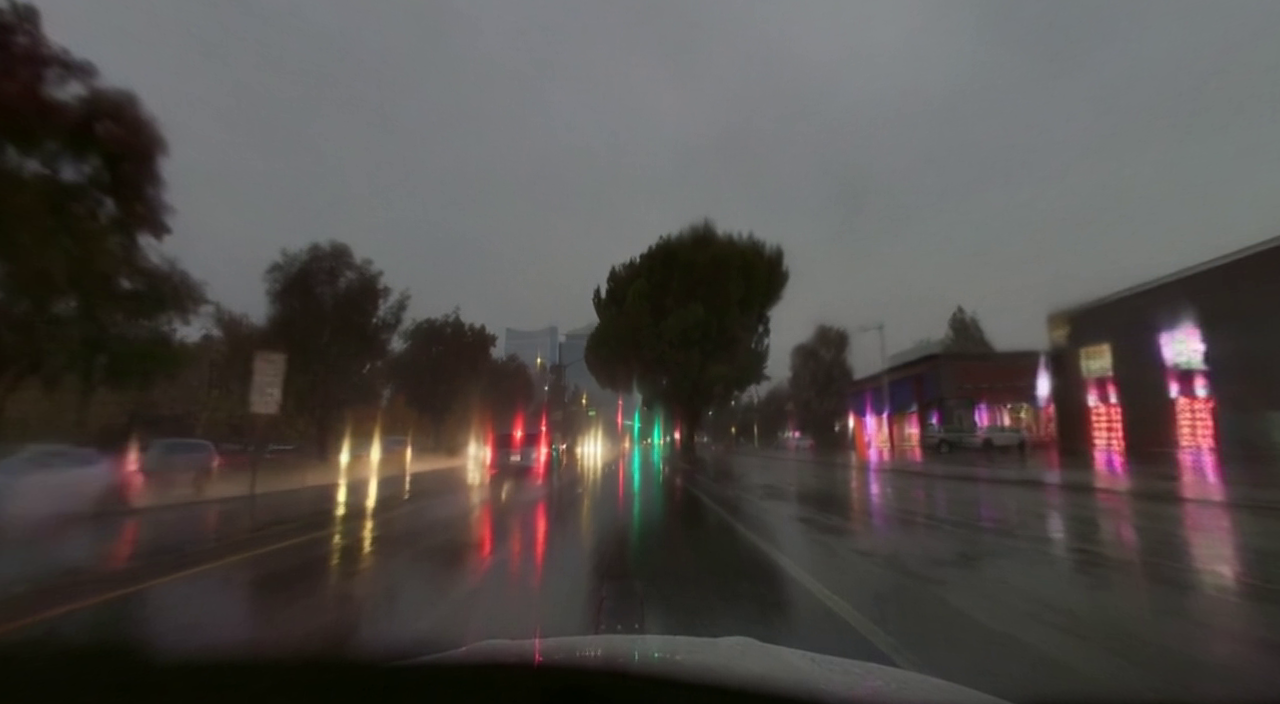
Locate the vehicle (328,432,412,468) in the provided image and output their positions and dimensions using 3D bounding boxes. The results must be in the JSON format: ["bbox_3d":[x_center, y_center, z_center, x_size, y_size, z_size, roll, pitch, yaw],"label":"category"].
[{"bbox_3d":[-16.026,5.867,37.819,2.226,1.947,5.670,0,-8,4],"label":"vehicle"}]

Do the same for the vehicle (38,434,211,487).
[{"bbox_3d":[-18.141,3.810,22.569,1.986,1.664,4.980,0,-8,-1],"label":"vehicle"}]

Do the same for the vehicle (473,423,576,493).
[{"bbox_3d":[-3.276,3.157,19.130,2.065,1.790,5.417,0,-8,1],"label":"vehicle"}]

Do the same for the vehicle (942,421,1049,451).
[{"bbox_3d":[26.011,6.200,46.222,6.324,1.986,2.478,-2,-9,0],"label":"vehicle"}]
